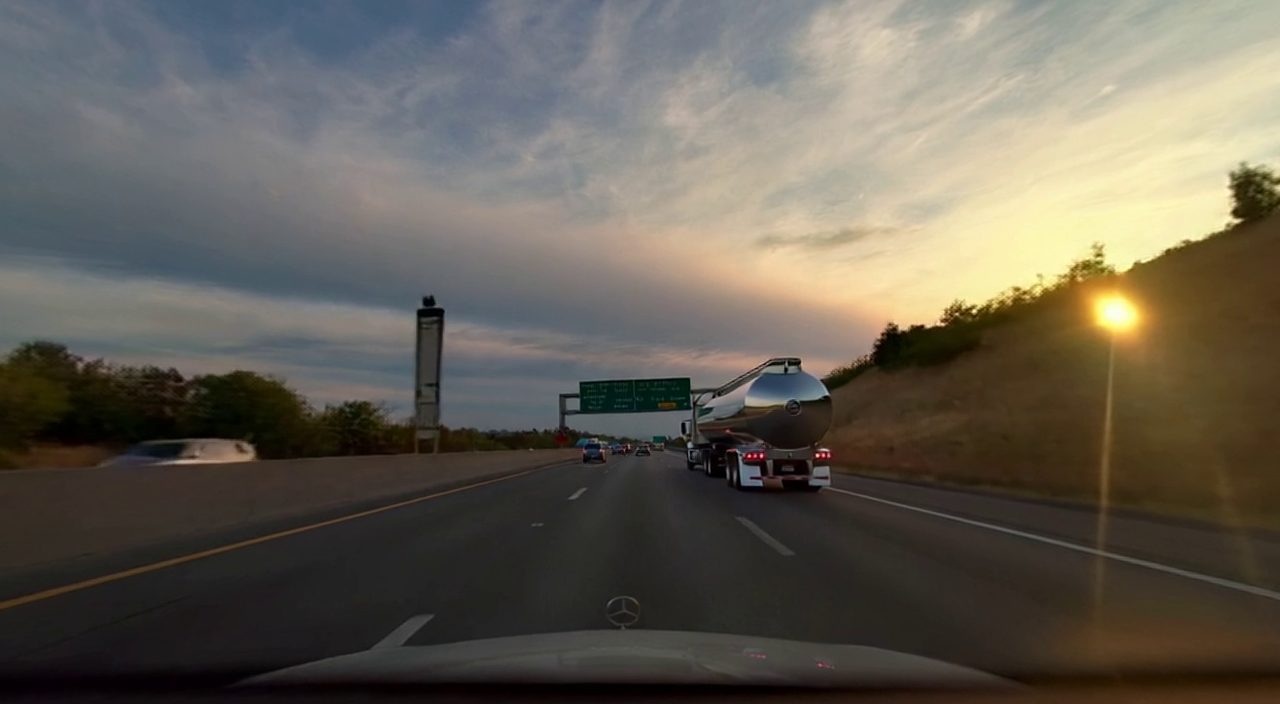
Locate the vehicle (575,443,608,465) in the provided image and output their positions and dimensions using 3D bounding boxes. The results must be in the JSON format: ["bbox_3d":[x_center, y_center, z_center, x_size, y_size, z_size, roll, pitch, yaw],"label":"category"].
[{"bbox_3d":[-3.436,7.334,45.388,1.986,1.458,4.506,0,-9,0],"label":"vehicle"}]

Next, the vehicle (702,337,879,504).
[{"bbox_3d":[3.830,2.230,18.983,2.759,3.734,9.708,0,-9,-1],"label":"vehicle"}]
